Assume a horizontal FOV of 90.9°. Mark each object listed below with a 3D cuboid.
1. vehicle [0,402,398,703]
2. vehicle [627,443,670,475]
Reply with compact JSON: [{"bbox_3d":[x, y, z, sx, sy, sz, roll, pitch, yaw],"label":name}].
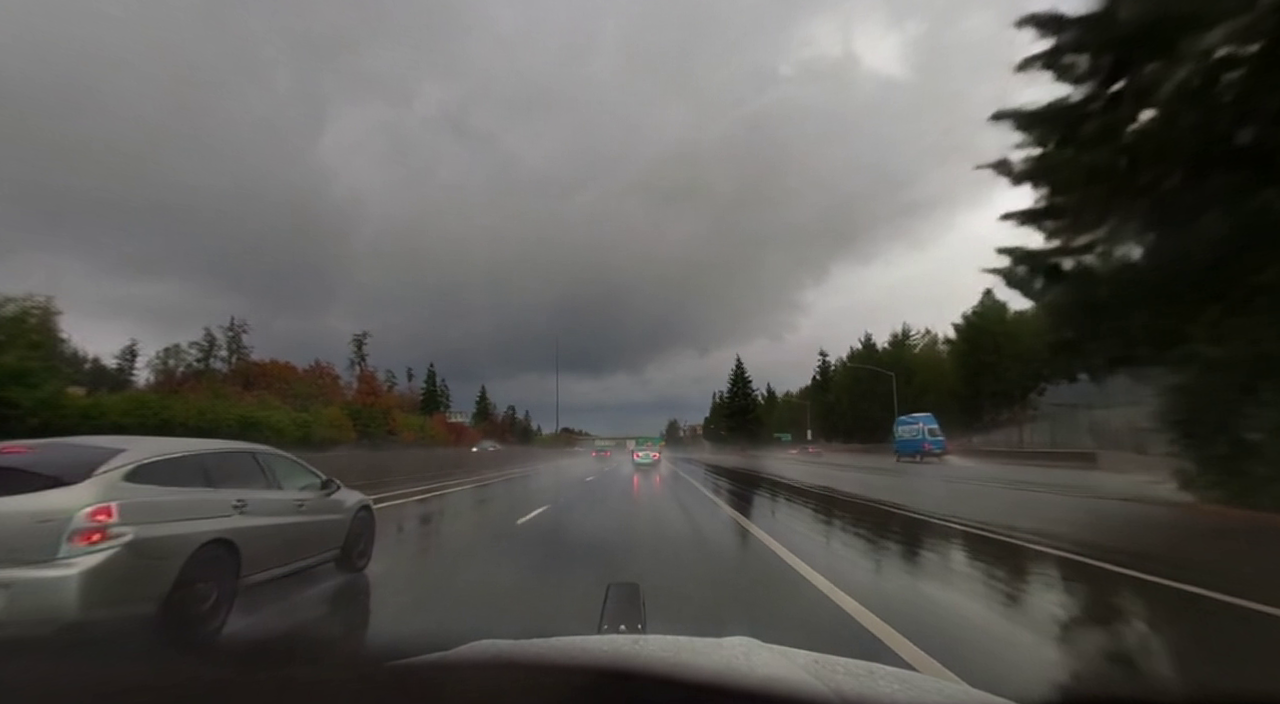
[{"bbox_3d":[-3.747,1.281,4.885,2.062,1.474,4.151,0,-9,0],"label":"vehicle"},{"bbox_3d":[0.385,5.310,31.419,2.002,1.449,3.612,0,-9,0],"label":"vehicle"}]
